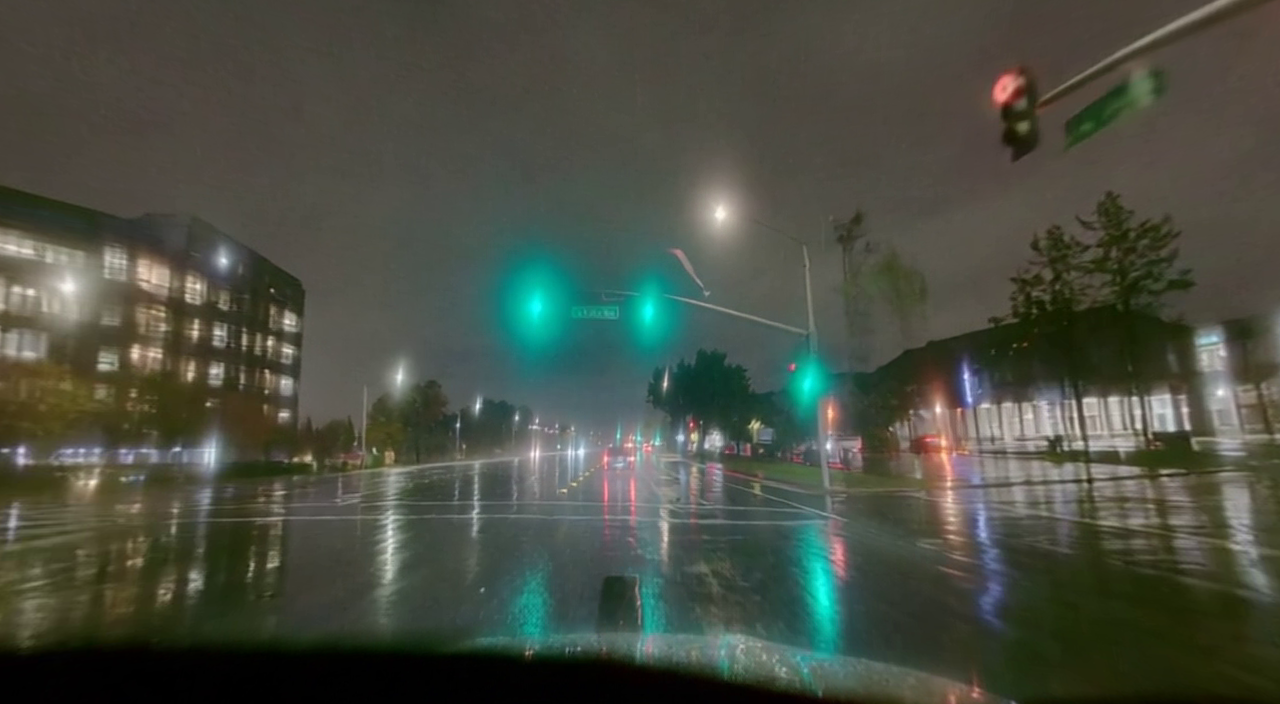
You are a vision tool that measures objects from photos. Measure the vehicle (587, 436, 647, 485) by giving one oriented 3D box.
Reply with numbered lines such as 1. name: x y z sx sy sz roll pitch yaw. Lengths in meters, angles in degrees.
1. vehicle: -0.859 4.177 24.634 2.130 1.711 4.038 0 -9 -1
